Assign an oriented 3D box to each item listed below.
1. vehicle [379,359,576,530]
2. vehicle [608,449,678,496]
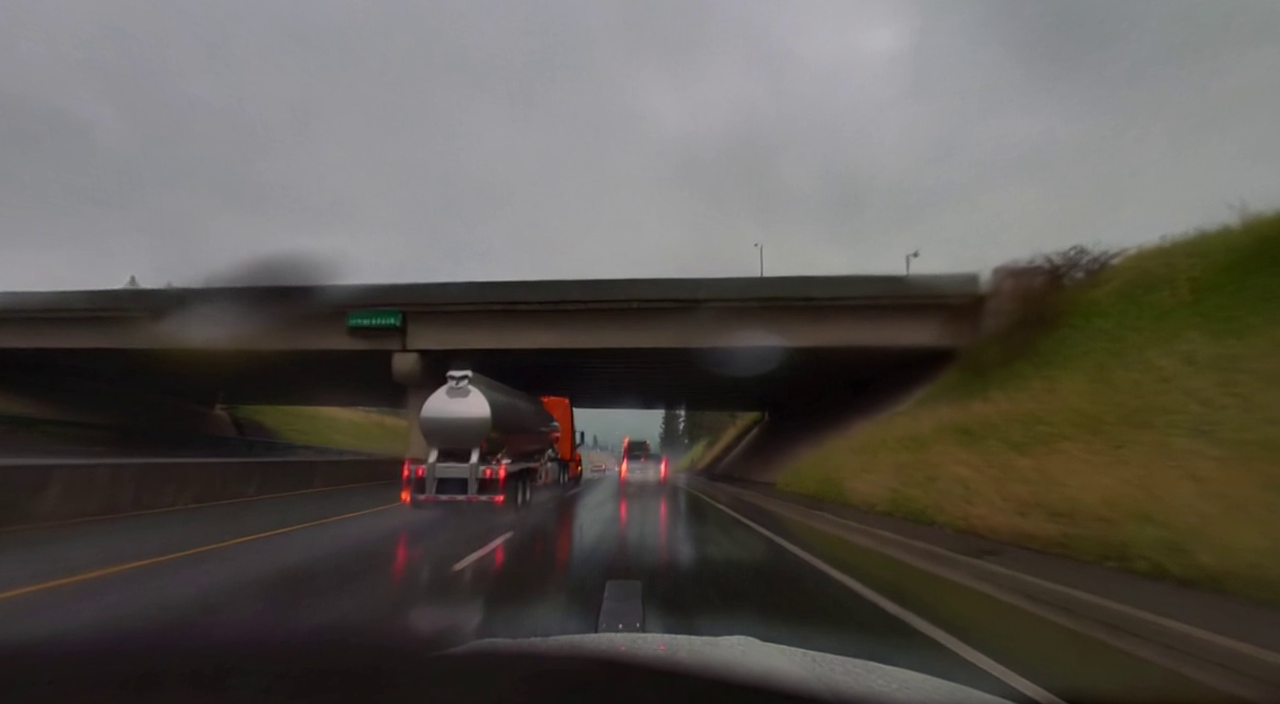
[{"bbox_3d":[-4.132,3.011,20.570,2.896,3.563,14.643,0,-9,-1],"label":"vehicle"},{"bbox_3d":[0.059,4.138,22.137,2.215,1.481,4.246,0,-9,-1],"label":"vehicle"}]
